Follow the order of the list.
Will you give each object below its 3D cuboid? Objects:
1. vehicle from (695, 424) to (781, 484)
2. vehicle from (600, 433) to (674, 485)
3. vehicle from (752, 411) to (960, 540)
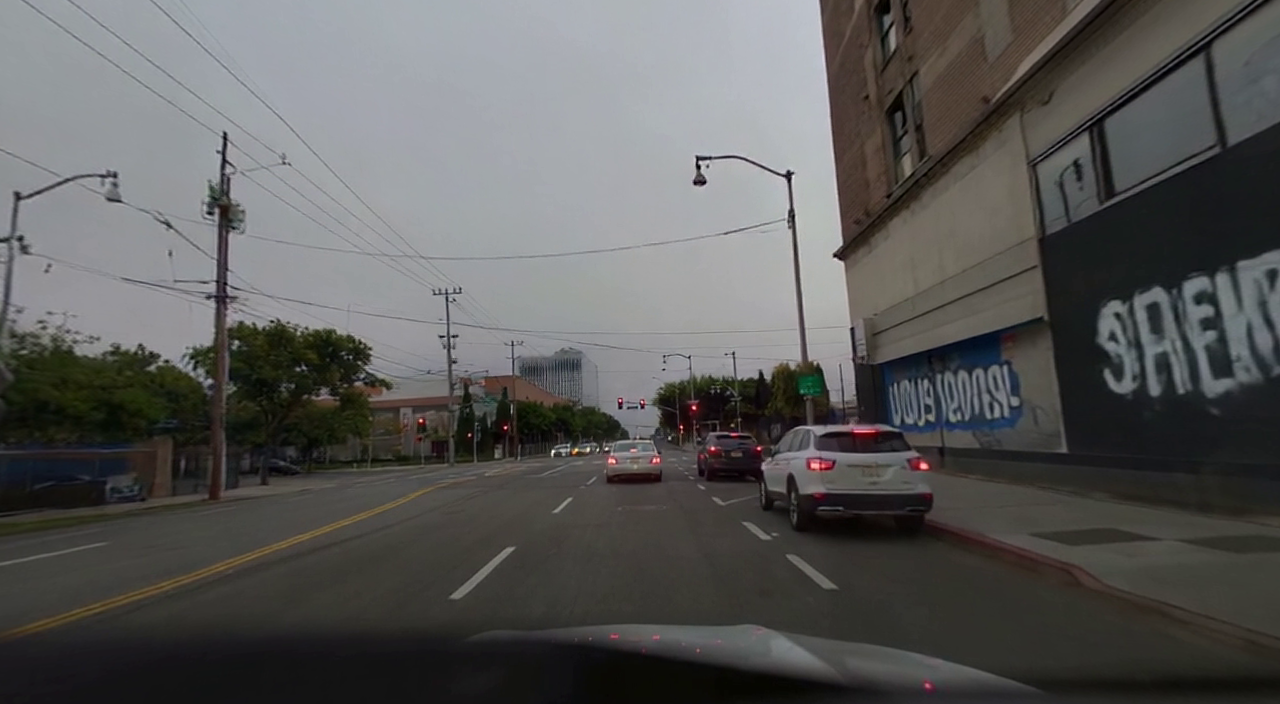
[{"bbox_3d":[3.158,3.426,21.263,2.060,1.783,4.579,0,-8,-1],"label":"vehicle"},{"bbox_3d":[-0.067,3.468,20.648,2.153,1.505,4.452,0,-8,1],"label":"vehicle"},{"bbox_3d":[3.306,1.985,10.716,1.938,1.714,4.402,0,-8,0],"label":"vehicle"}]
